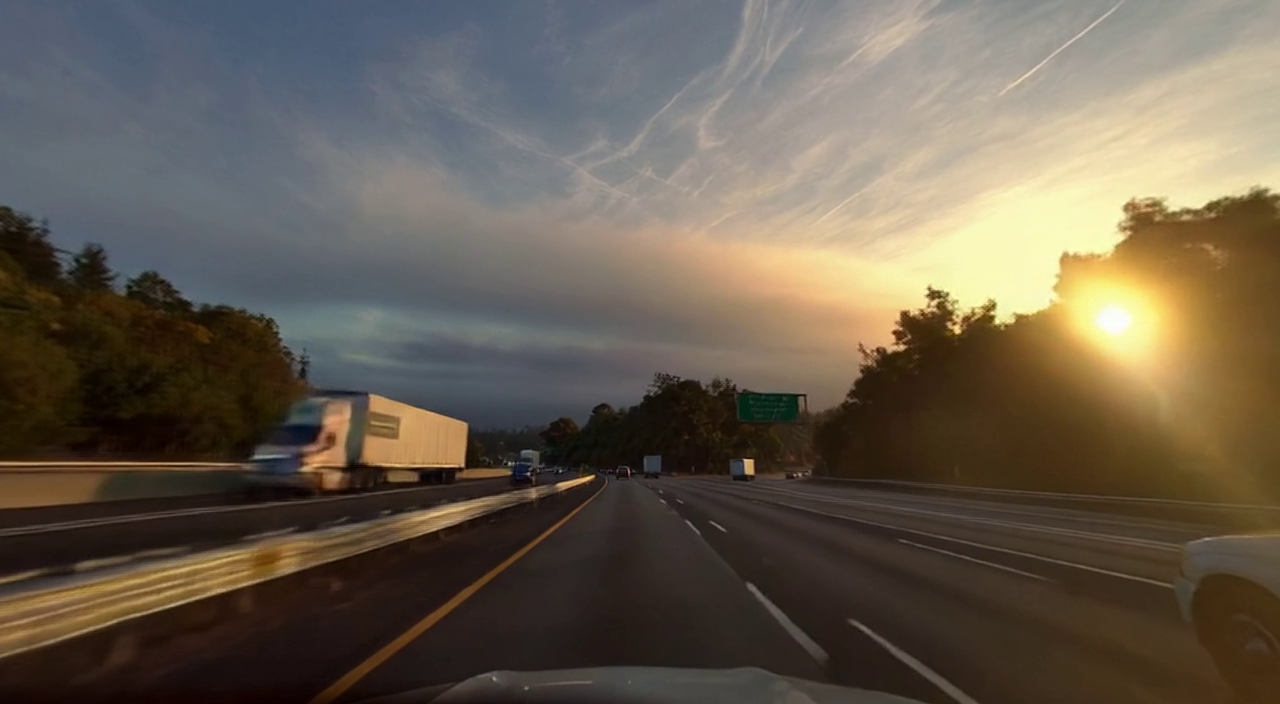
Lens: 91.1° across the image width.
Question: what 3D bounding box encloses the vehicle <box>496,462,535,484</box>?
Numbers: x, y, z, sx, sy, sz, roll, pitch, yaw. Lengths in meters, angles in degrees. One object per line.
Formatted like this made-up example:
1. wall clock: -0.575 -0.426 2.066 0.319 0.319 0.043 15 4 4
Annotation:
1. vehicle: -9.590 9.356 48.648 2.176 1.548 4.347 1 -10 -2

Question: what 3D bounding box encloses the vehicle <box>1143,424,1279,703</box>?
1. vehicle: 4.083 0.838 1.464 1.965 1.502 4.599 1 -10 0

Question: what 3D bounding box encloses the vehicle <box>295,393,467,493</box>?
1. vehicle: -13.258 5.361 35.074 2.975 4.187 16.809 1 -10 -2
